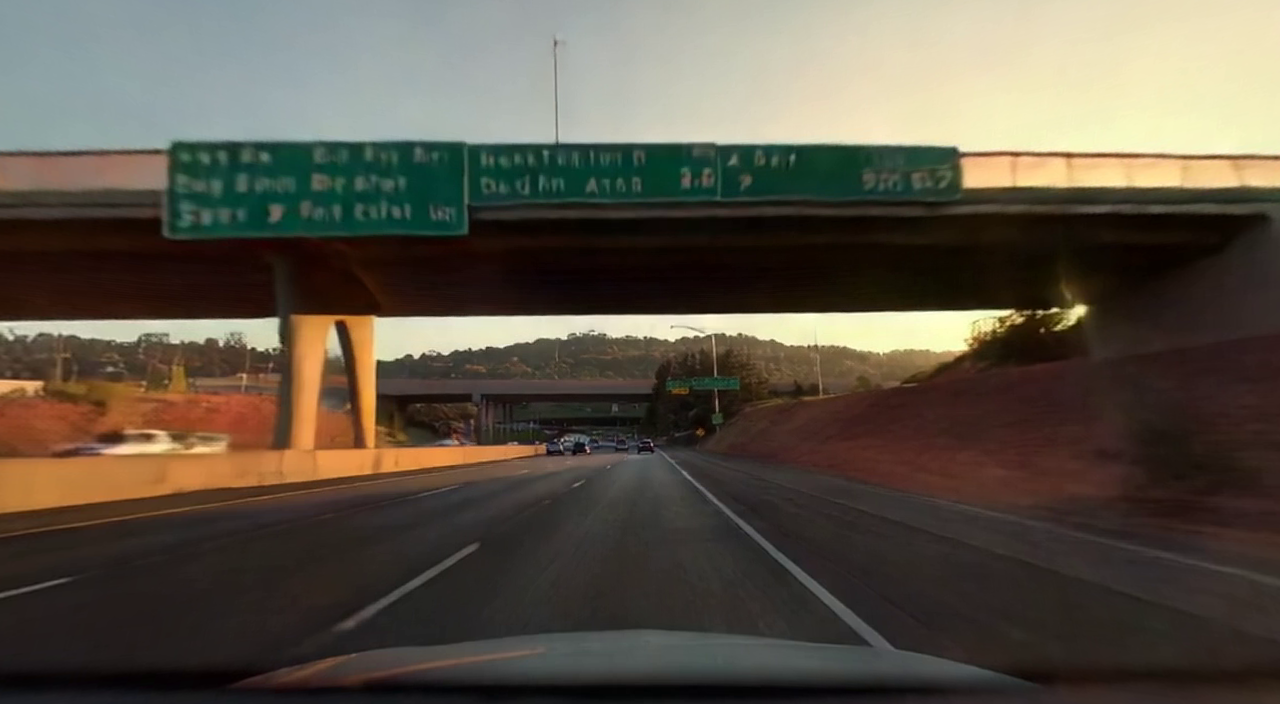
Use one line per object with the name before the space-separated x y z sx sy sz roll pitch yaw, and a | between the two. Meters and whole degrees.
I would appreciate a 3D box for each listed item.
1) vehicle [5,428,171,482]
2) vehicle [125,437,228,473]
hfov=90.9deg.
vehicle | -16.294 3.063 18.882 1.716 1.450 3.496 0 -8 2
vehicle | -20.680 4.602 28.336 1.727 1.517 3.665 0 -8 2
